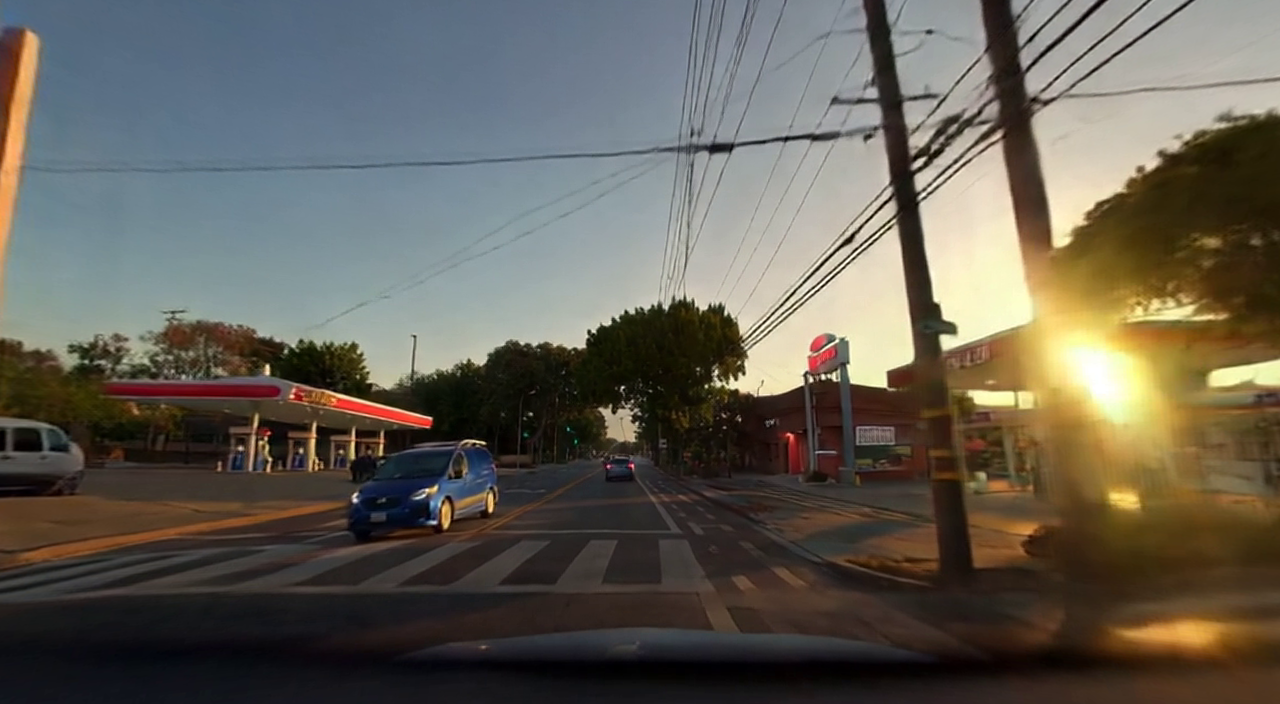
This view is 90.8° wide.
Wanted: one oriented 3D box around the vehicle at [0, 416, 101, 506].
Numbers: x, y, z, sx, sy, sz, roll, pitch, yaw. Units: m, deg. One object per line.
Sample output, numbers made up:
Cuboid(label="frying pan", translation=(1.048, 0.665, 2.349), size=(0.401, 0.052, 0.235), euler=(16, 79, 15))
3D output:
Cuboid(label="vehicle", translation=(-18.005, 2.967, 17.256), size=(2.499, 2.309, 4.613), euler=(0, -9, -3))

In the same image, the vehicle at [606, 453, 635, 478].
Cuboid(label="vehicle", translation=(-1.446, 8.287, 46.258), size=(2.000, 1.663, 4.271), euler=(0, -9, -3))

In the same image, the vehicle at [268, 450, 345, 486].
Cuboid(label="vehicle", translation=(-17.992, 6.233, 34.373), size=(1.890, 1.761, 4.578), euler=(0, -9, -3))

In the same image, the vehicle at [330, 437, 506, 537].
Cuboid(label="vehicle", translation=(-4.670, 2.910, 14.314), size=(2.274, 1.844, 4.843), euler=(0, -9, -1))
